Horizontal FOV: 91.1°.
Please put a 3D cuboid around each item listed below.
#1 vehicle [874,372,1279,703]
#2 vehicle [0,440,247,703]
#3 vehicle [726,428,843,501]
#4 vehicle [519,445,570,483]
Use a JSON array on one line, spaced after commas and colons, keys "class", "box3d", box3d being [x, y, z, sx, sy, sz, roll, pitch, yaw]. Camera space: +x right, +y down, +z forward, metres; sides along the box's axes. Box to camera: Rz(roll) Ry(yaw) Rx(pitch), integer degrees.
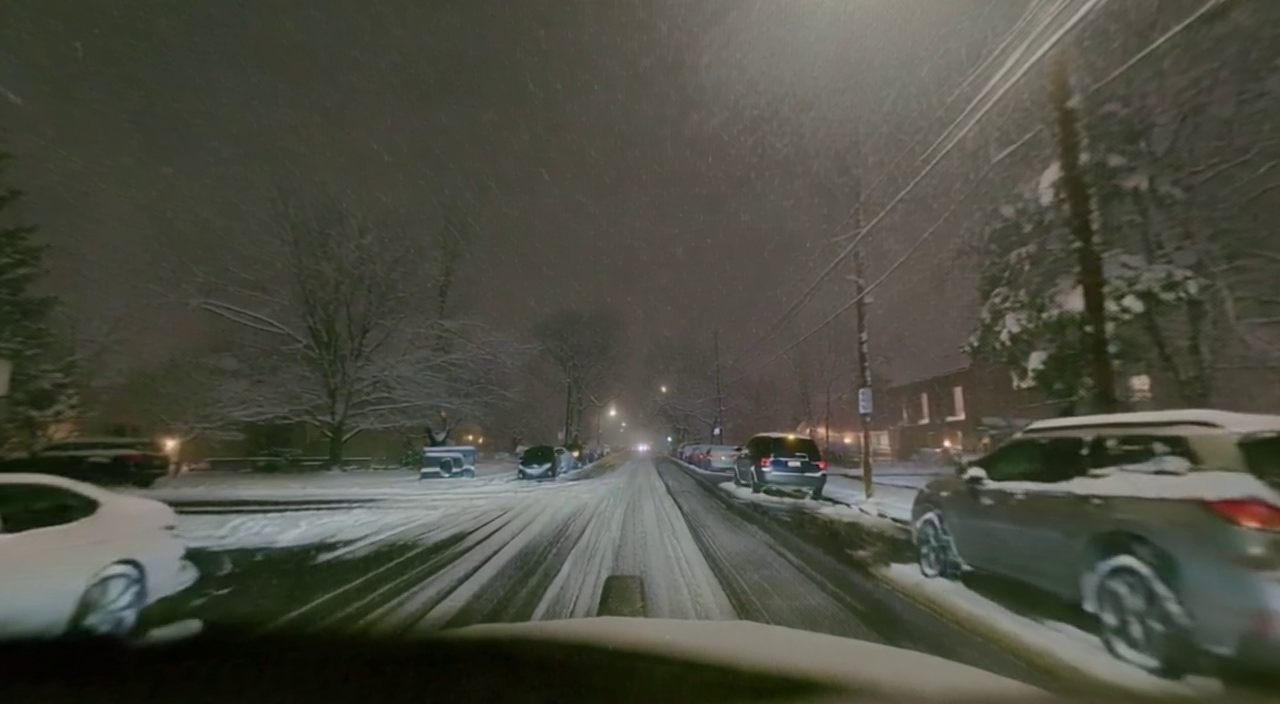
[{"class": "vehicle", "box3d": [3.894, 1.352, 5.206, 2.077, 1.788, 4.480, 2, -9, -2]}, {"class": "vehicle", "box3d": [-4.505, 1.314, 3.390, 1.934, 1.547, 4.400, -1, -7, 0]}, {"class": "vehicle", "box3d": [4.128, 3.340, 19.053, 2.215, 1.897, 5.131, 0, -9, -1]}, {"class": "vehicle", "box3d": [-4.440, 5.236, 29.678, 1.870, 1.562, 4.212, -1, -8, -2]}]
